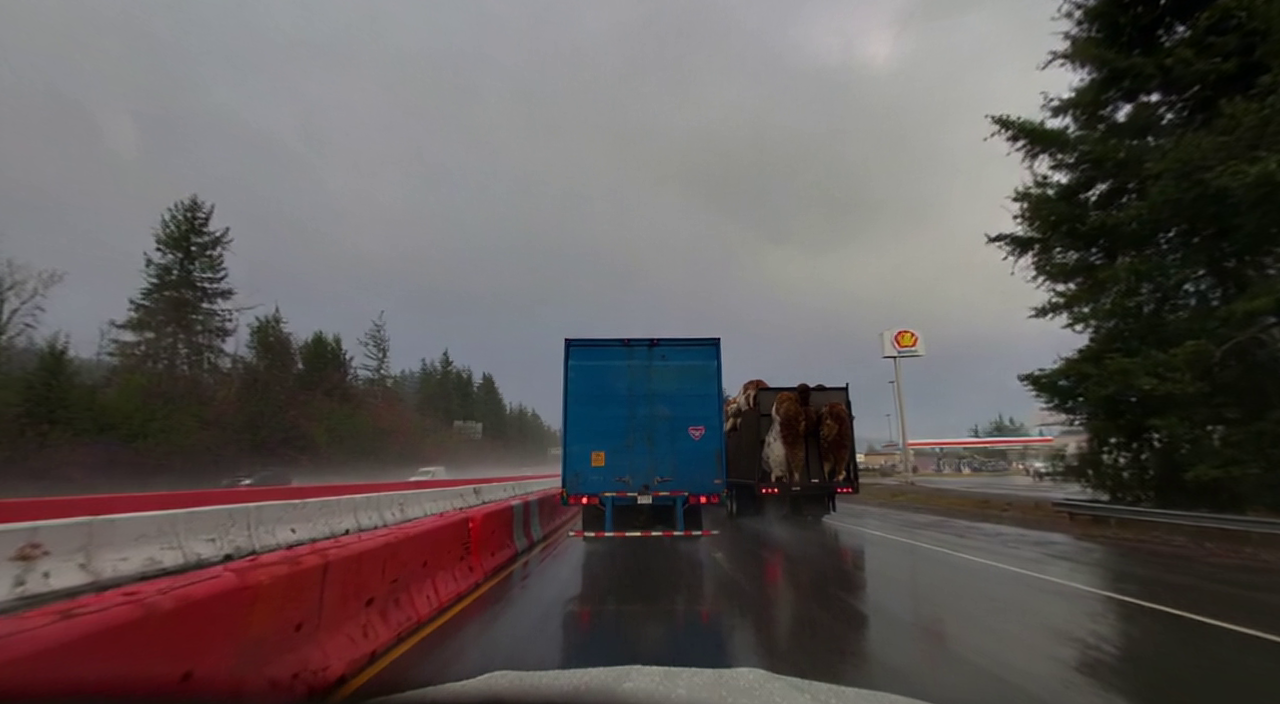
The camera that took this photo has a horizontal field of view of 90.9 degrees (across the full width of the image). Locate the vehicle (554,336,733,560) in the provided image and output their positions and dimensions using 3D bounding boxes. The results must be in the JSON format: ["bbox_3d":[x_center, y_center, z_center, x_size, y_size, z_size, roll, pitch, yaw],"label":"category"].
[{"bbox_3d":[0.025,2.172,13.748,2.618,3.306,8.676,1,-10,0],"label":"vehicle"}]

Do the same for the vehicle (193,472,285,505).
[{"bbox_3d":[-20.885,7.097,33.051,1.890,1.520,4.342,1,-10,0],"label":"vehicle"}]

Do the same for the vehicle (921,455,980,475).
[{"bbox_3d":[24.503,8.977,49.932,1.762,1.470,4.485,3,-11,-11],"label":"vehicle"}]

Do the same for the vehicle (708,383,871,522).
[{"bbox_3d":[4.455,3.495,21.477,2.936,3.640,9.443,1,-10,-2],"label":"vehicle"}]

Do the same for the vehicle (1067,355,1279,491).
[{"bbox_3d":[20.833,2.632,21.687,2.771,4.075,13.513,1,-10,0],"label":"vehicle"}]
